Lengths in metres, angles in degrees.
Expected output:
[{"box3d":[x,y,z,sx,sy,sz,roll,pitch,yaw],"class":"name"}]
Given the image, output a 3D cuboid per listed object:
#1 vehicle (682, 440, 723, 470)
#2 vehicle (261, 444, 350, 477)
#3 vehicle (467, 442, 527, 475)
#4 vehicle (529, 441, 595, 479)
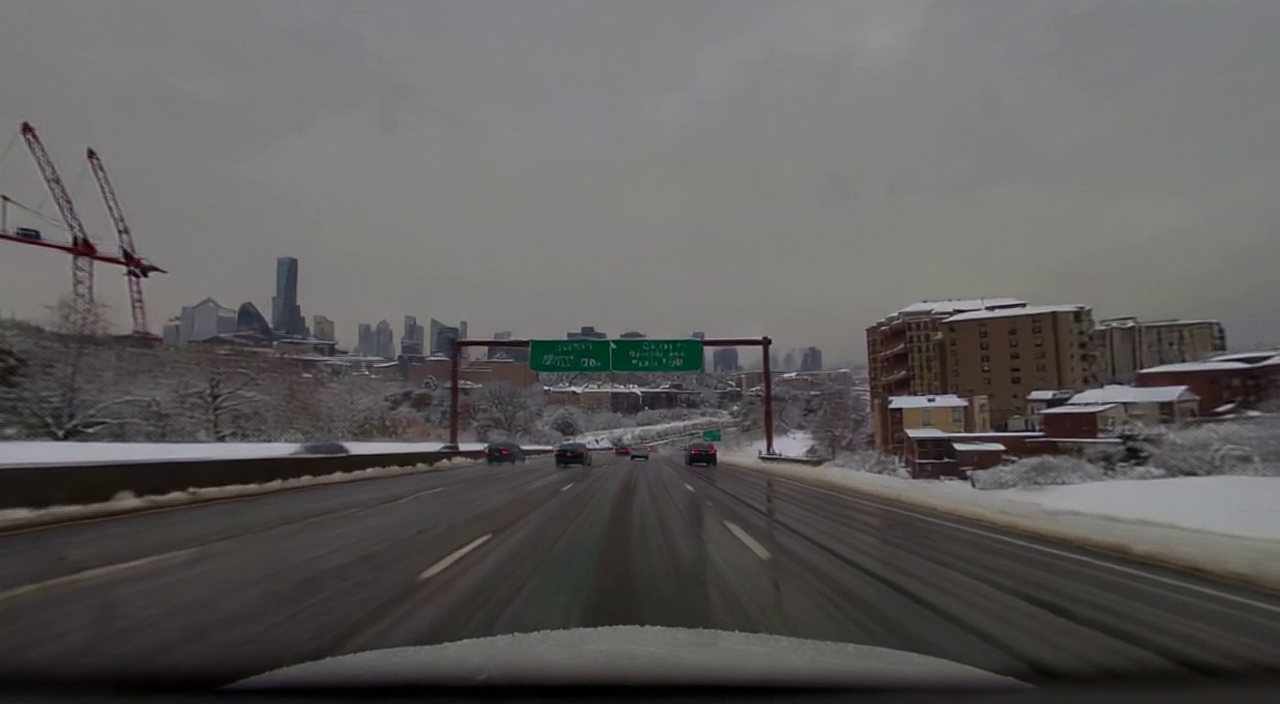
[{"box3d":[3.518,5.899,36.266,1.978,1.602,4.092,0,-8,0],"class":"vehicle"},{"box3d":[-16.340,5.311,31.161,1.826,1.476,4.548,0,-8,1],"class":"vehicle"},{"box3d":[-7.131,5.342,31.988,1.951,1.528,4.209,0,-8,1],"class":"vehicle"},{"box3d":[-3.280,4.630,27.388,2.136,1.512,4.488,0,-8,2],"class":"vehicle"}]
